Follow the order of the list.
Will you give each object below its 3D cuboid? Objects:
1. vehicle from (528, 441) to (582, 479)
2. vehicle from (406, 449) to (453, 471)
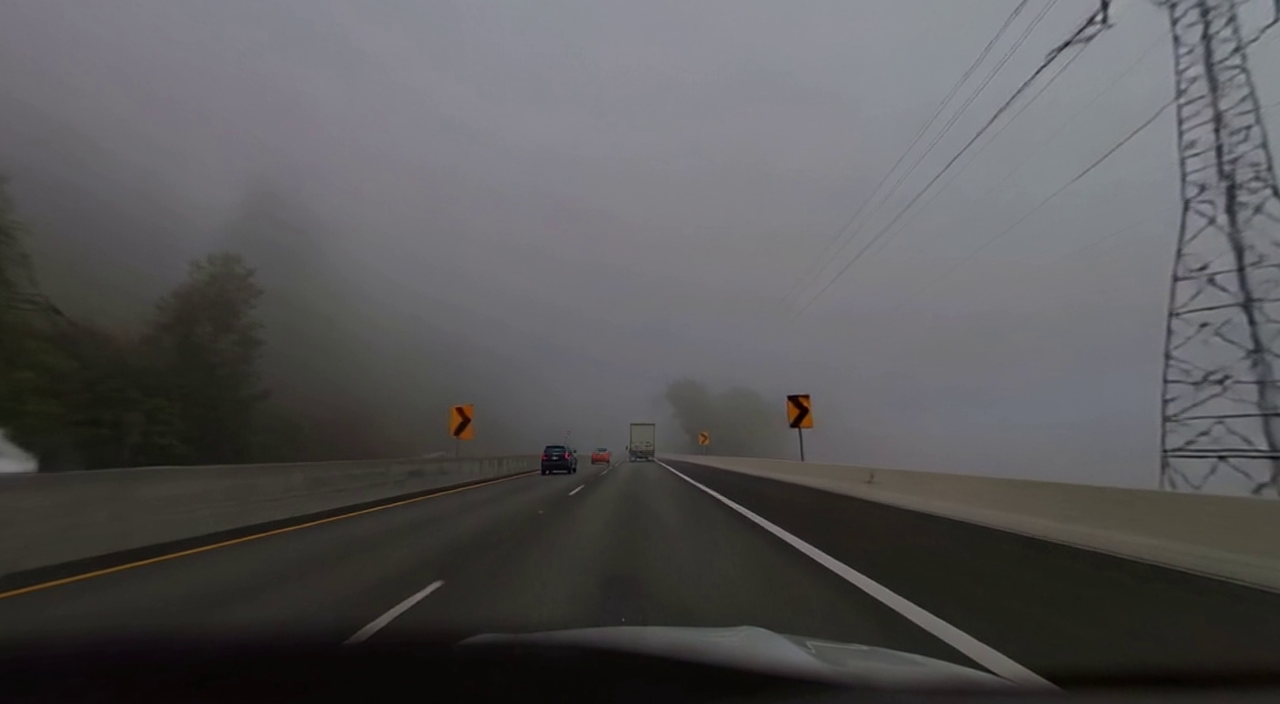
[{"bbox_3d":[-4.131,5.301,31.251,2.111,1.735,4.066,0,-9,0],"label":"vehicle"},{"bbox_3d":[-16.042,8.256,48.348,1.956,1.544,4.599,0,-9,1],"label":"vehicle"}]
